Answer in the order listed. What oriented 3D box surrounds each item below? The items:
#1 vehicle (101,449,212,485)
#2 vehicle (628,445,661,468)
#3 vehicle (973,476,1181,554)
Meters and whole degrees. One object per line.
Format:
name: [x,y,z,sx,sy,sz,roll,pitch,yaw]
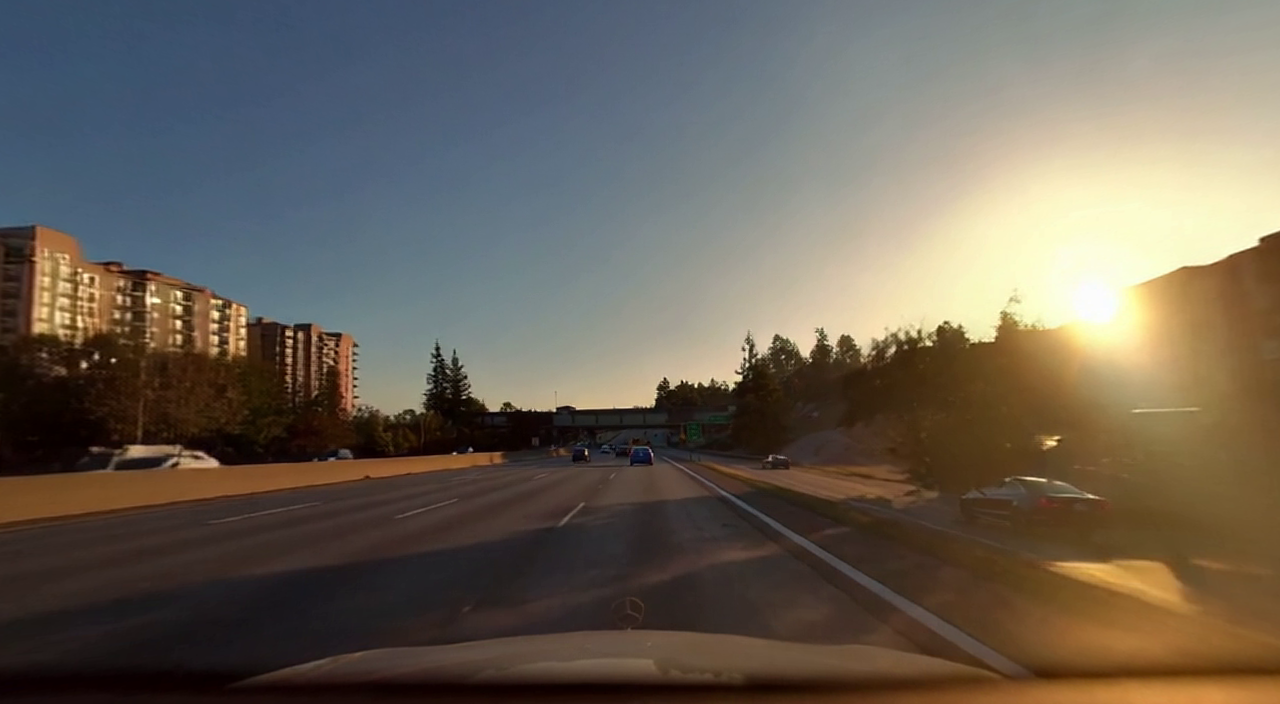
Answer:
vehicle: [-23.049,5.480,30.329,1.823,1.517,4.379,0,-8,0]
vehicle: [0.276,6.770,41.116,2.051,1.443,3.770,0,-8,0]
vehicle: [14.726,5.468,21.898,2.599,1.962,5.759,1,-8,-8]
